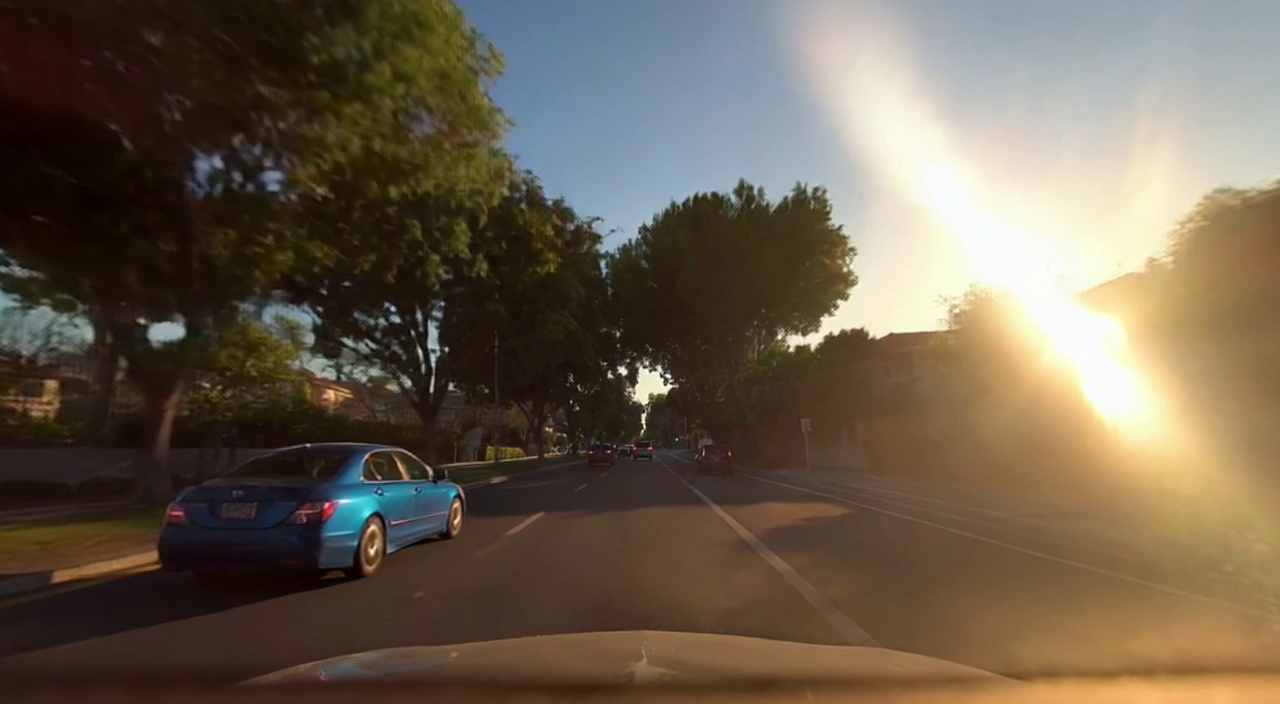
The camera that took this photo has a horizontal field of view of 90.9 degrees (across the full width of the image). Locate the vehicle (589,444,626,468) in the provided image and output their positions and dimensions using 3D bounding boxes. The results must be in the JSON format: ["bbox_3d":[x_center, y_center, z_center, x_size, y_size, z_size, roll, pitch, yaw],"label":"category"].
[{"bbox_3d":[-2.039,6.726,40.936,1.940,1.473,4.133,-1,-9,4],"label":"vehicle"}]

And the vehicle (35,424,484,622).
[{"bbox_3d":[-3.559,1.691,7.405,2.091,1.503,4.989,0,-8,1],"label":"vehicle"}]

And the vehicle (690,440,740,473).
[{"bbox_3d":[4.014,5.671,34.441,2.182,1.688,4.187,0,-9,0],"label":"vehicle"}]
